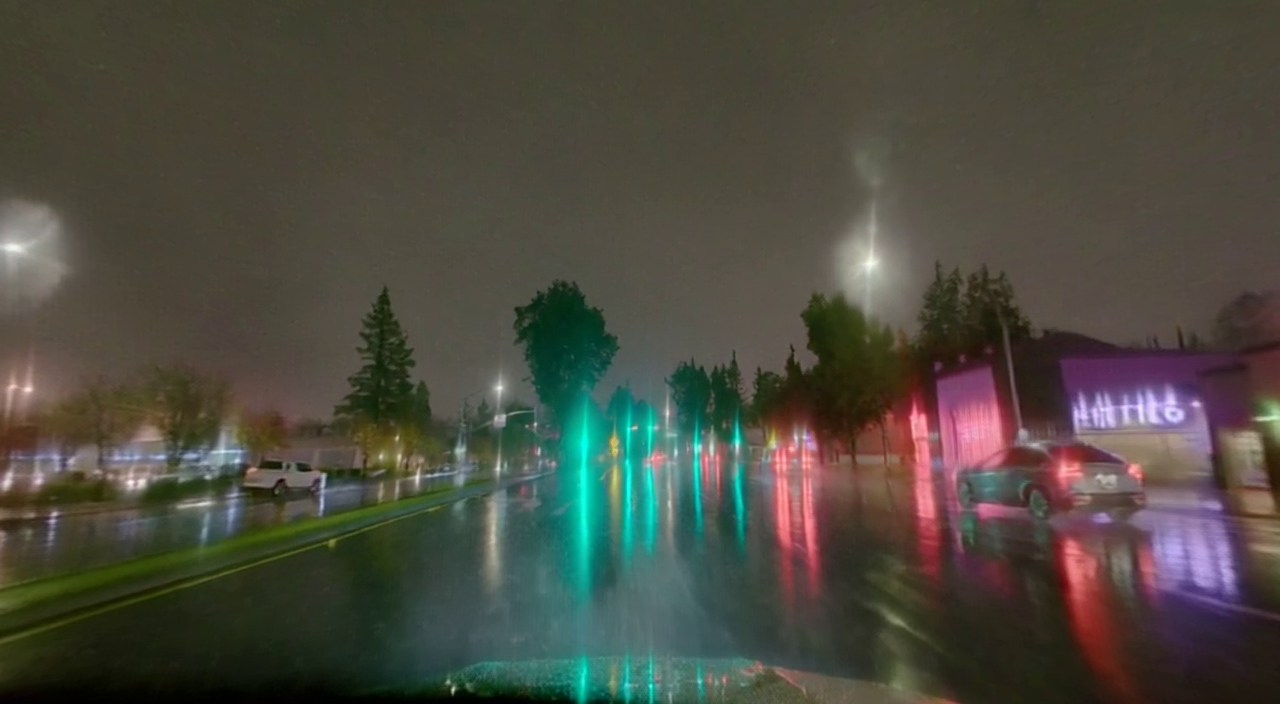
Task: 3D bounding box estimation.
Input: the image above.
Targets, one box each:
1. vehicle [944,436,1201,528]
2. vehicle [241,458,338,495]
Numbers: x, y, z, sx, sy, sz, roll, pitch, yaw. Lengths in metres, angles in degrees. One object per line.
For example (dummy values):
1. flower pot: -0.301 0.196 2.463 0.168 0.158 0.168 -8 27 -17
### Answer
1. vehicle: 8.018 2.422 12.359 1.936 1.460 4.258 0 -9 -1
2. vehicle: -16.013 5.621 28.809 4.523 1.494 1.857 -6 -10 32
